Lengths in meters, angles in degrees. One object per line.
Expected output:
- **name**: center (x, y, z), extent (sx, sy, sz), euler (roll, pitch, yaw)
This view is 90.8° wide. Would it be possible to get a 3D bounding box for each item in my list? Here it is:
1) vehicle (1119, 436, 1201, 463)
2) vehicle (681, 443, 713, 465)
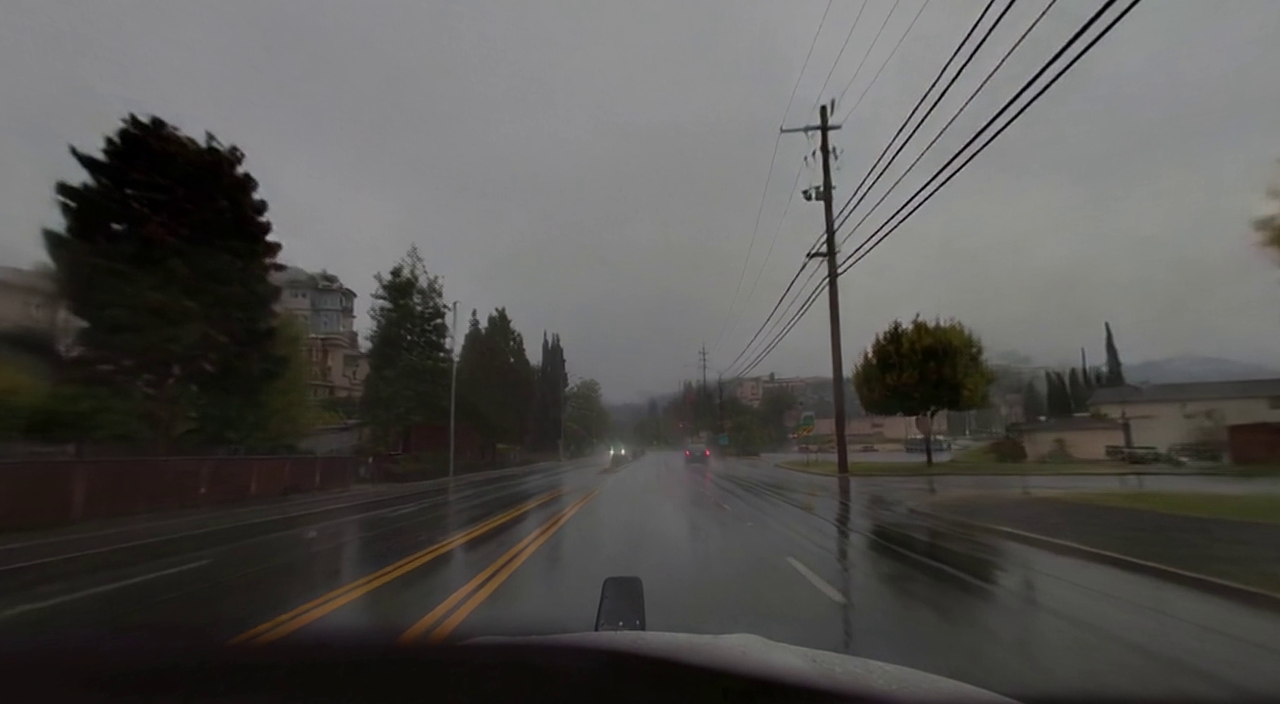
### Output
- **vehicle**: center (28.800, 5.421, 35.174), extent (1.751, 1.408, 4.127), euler (-2, -9, 12)
- **vehicle**: center (4.100, 7.386, 45.933), extent (2.015, 1.467, 4.117), euler (0, -8, 1)
